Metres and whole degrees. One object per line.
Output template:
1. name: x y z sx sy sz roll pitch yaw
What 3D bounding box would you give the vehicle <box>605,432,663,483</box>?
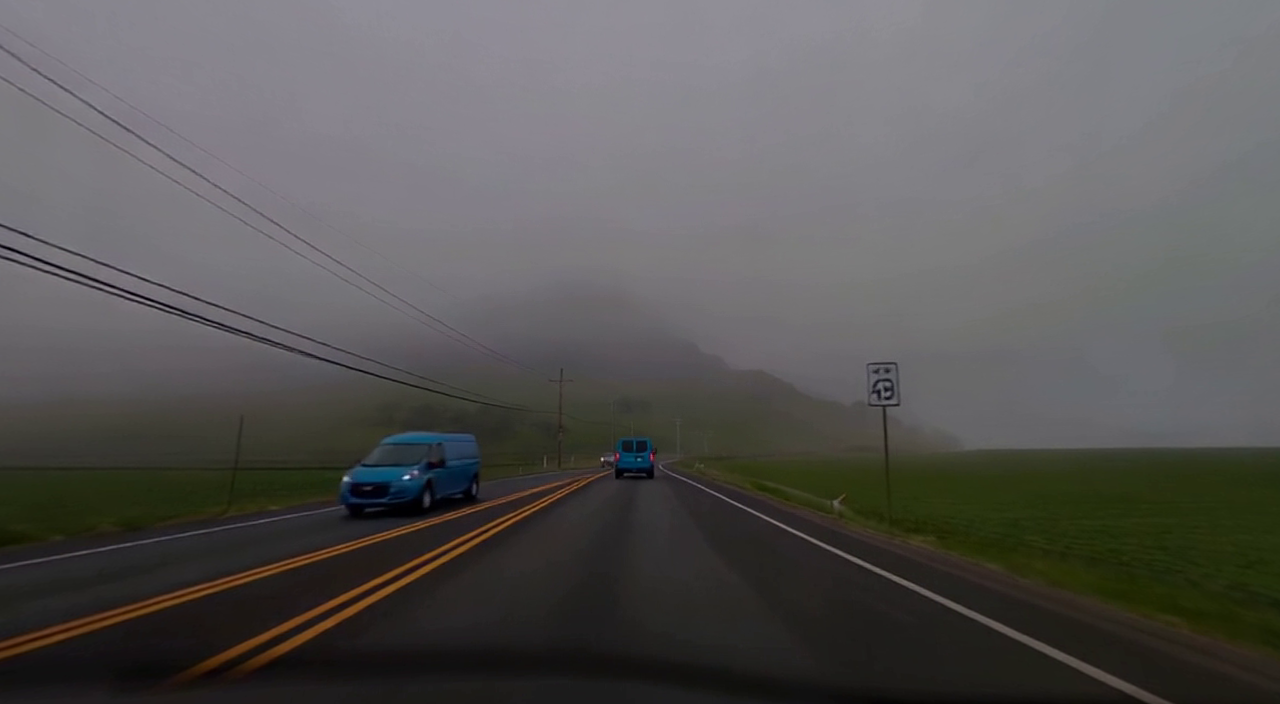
1. vehicle: -0.204 4.822 29.091 2.454 2.144 4.535 0 -8 1

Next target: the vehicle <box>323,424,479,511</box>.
1. vehicle: -6.538 3.213 18.059 2.213 2.108 5.027 0 -9 4
